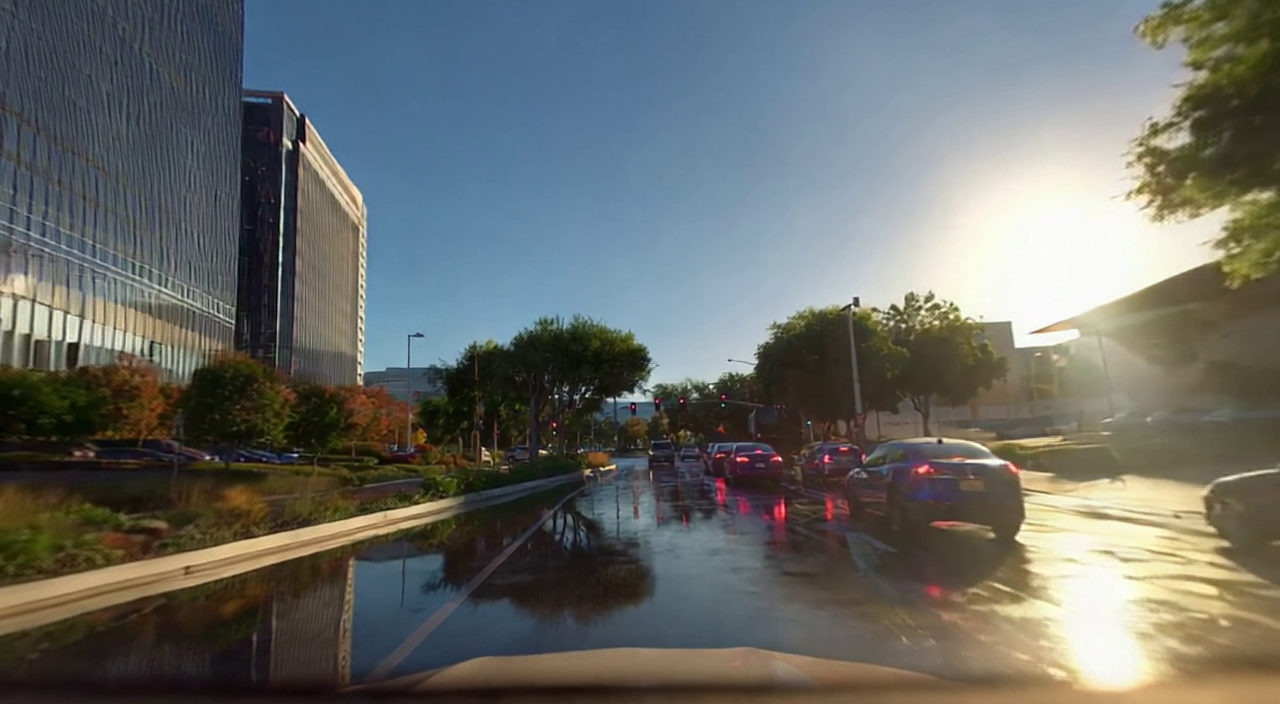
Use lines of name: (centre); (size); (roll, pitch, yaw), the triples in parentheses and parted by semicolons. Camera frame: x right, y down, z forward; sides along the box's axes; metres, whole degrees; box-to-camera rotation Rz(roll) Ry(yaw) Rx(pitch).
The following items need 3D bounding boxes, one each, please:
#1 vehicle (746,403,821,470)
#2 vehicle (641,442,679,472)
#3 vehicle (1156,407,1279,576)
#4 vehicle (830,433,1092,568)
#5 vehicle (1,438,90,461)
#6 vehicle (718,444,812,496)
vehicle: (8.999, 5.622, 41.375); (3.128, 3.616, 13.736); (-1, -8, 6)
vehicle: (1.268, 6.395, 38.526); (2.121, 1.728, 4.161); (-1, -8, 4)
vehicle: (7.777, 1.289, 5.451); (2.138, 1.738, 5.088); (0, -8, -3)
vehicle: (4.634, 2.167, 10.182); (2.089, 1.609, 4.922); (-1, -8, 6)
vehicle: (-45.618, 7.452, 48.351); (4.600, 1.700, 1.957); (1, -8, -5)
vehicle: (4.043, 3.878, 21.162); (2.183, 1.553, 3.923); (0, -8, -3)
